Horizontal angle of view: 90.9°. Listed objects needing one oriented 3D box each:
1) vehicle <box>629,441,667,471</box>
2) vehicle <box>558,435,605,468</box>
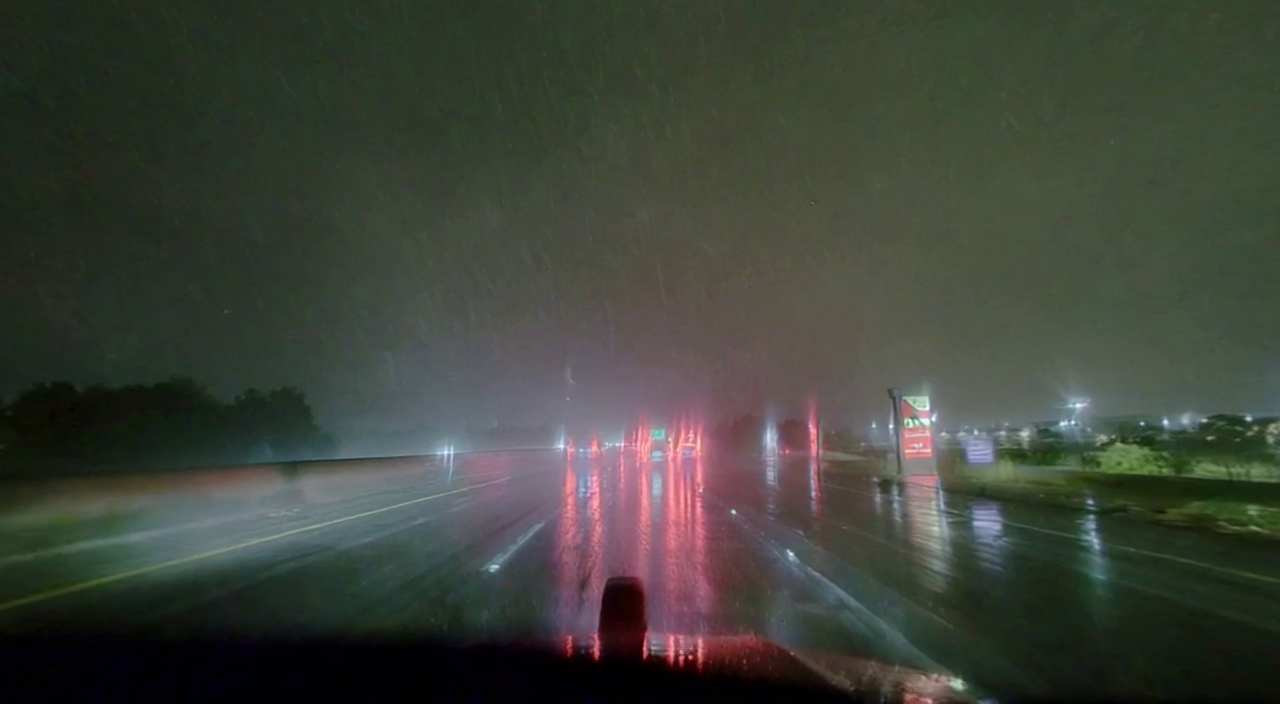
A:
[{"bbox_3d":[0.409,5.726,34.994,2.000,1.558,3.945,0,-8,0],"label":"vehicle"},{"bbox_3d":[-3.704,6.457,41.116,2.403,1.946,5.623,0,-8,1],"label":"vehicle"}]
